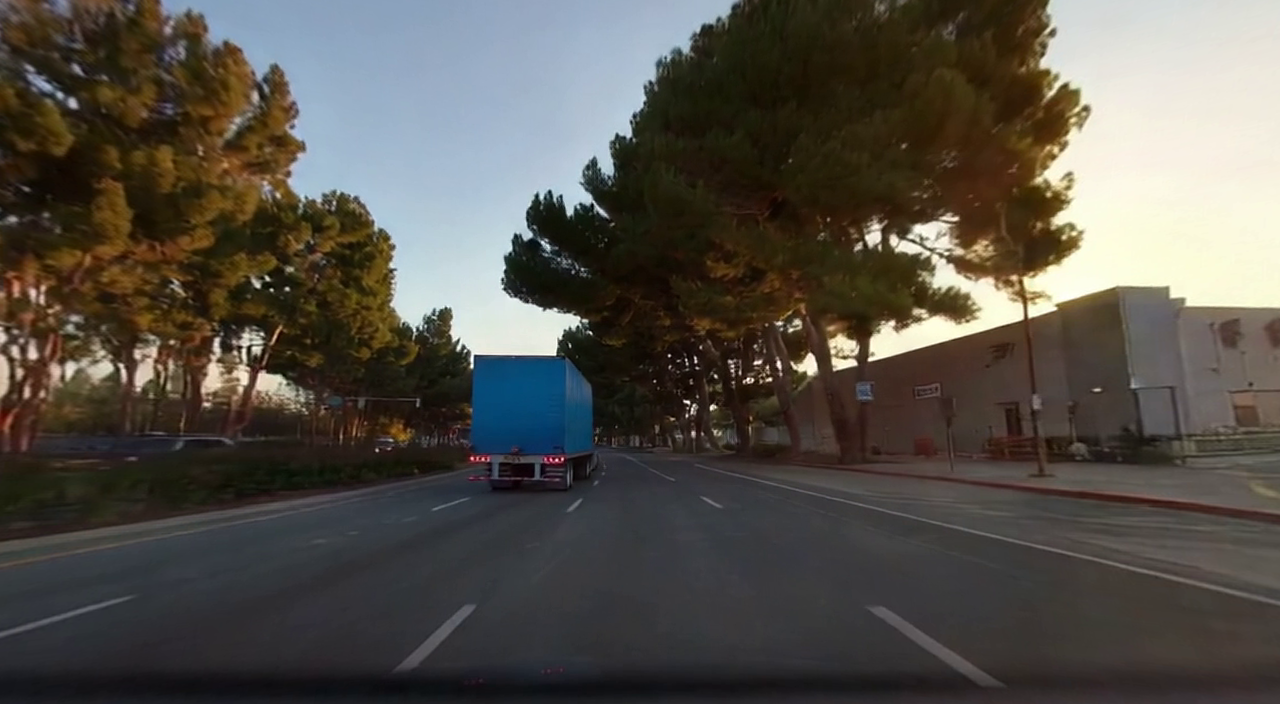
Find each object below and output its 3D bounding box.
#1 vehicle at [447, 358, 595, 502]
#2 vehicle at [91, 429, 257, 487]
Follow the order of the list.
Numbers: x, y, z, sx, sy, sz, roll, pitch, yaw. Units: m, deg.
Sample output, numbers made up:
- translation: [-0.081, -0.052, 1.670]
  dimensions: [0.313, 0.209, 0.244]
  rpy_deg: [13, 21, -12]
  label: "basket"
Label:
- translation: [-3.135, 2.452, 19.357]
  dimensions: [2.910, 3.419, 8.376]
  rpy_deg: [0, -8, 0]
  label: "vehicle"
- translation: [-15.122, 3.449, 20.934]
  dimensions: [2.157, 1.680, 4.524]
  rpy_deg: [0, -8, -2]
  label: "vehicle"
